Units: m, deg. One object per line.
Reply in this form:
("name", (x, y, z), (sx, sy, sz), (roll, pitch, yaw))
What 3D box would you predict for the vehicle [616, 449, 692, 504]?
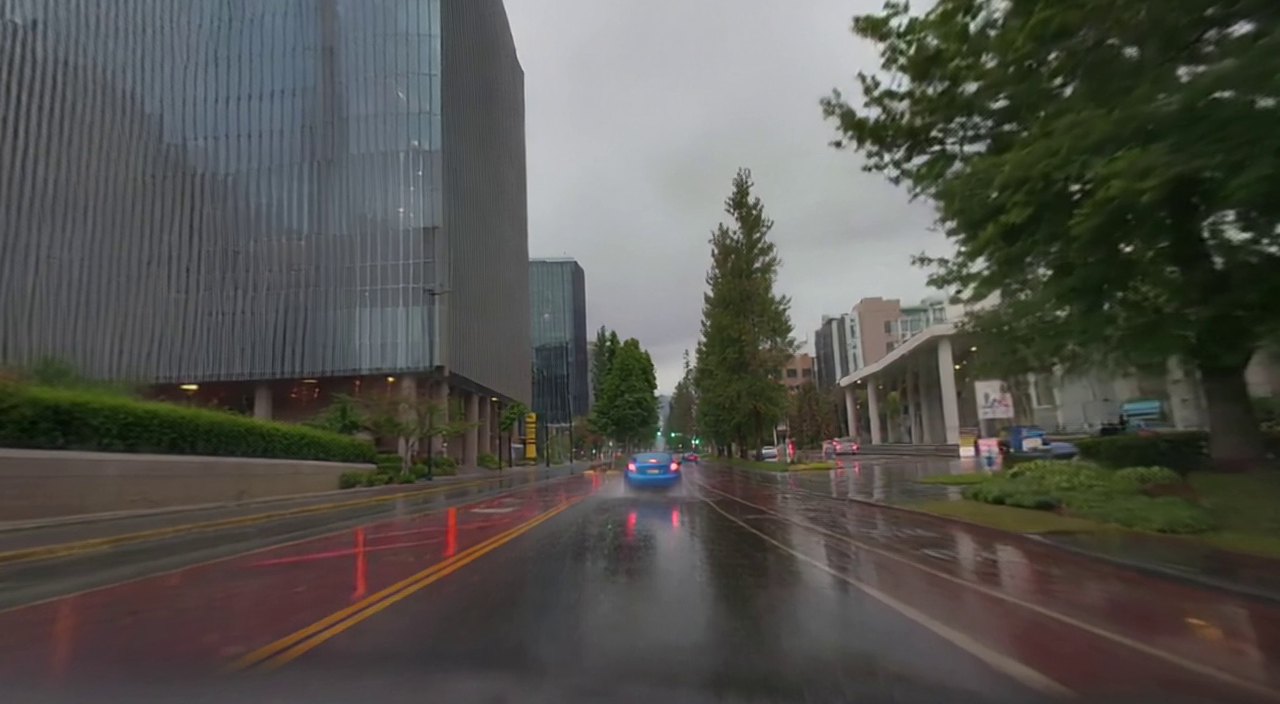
("vehicle", (0.380, 3.694, 19.170), (2.063, 1.442, 4.135), (0, -9, 0))
